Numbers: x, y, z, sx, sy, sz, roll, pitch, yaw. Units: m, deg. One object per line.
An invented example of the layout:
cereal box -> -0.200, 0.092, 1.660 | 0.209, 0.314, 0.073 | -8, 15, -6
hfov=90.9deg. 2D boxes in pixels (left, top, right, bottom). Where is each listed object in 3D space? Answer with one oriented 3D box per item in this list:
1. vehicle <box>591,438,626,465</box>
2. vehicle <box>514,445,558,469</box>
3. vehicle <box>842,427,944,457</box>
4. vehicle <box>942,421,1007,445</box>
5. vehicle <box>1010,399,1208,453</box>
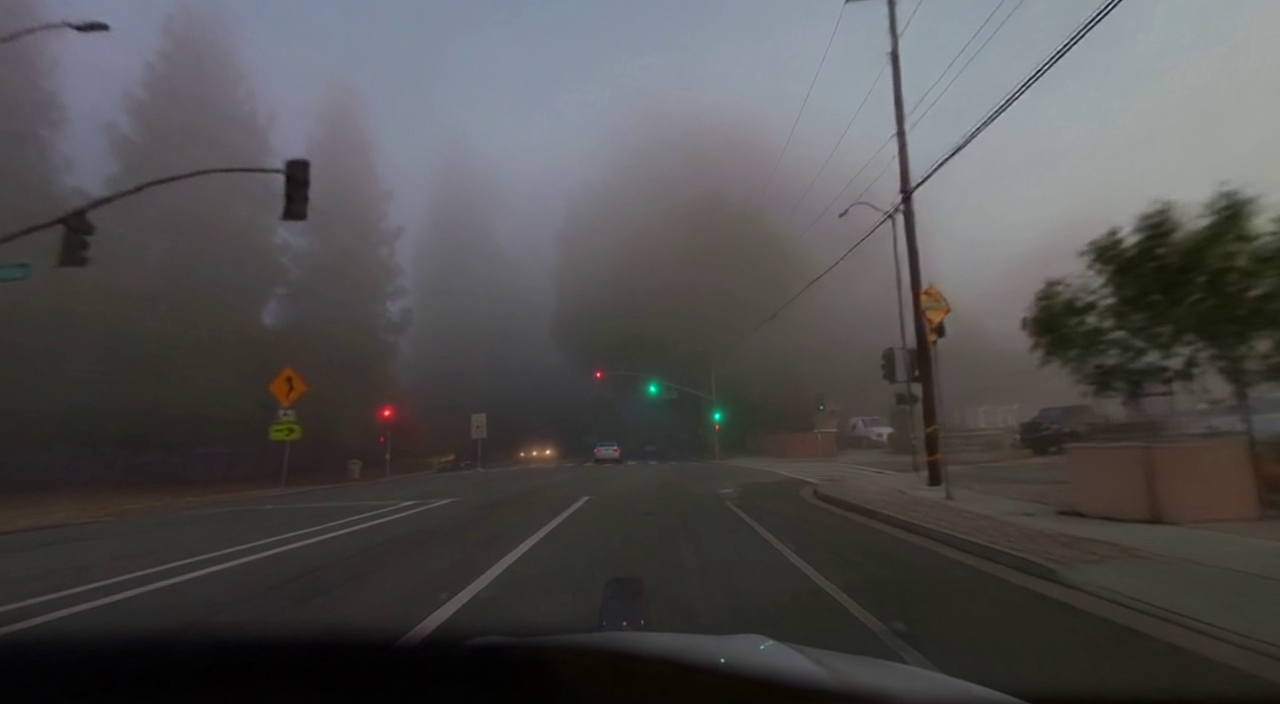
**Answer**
vehicle -> -2.150, 6.905, 43.822 | 2.084, 1.701, 4.734 | -1, -8, 1
vehicle -> -7.159, 7.274, 43.849 | 2.122, 1.602, 4.369 | -1, -8, 2
vehicle -> 13.468, 4.828, 33.749 | 4.665, 1.498, 1.866 | 0, -8, -3
vehicle -> 23.475, 5.756, 44.418 | 1.809, 1.477, 4.381 | -3, -8, -5
vehicle -> 18.943, 3.041, 25.687 | 6.313, 2.043, 2.272 | 0, -8, -3
